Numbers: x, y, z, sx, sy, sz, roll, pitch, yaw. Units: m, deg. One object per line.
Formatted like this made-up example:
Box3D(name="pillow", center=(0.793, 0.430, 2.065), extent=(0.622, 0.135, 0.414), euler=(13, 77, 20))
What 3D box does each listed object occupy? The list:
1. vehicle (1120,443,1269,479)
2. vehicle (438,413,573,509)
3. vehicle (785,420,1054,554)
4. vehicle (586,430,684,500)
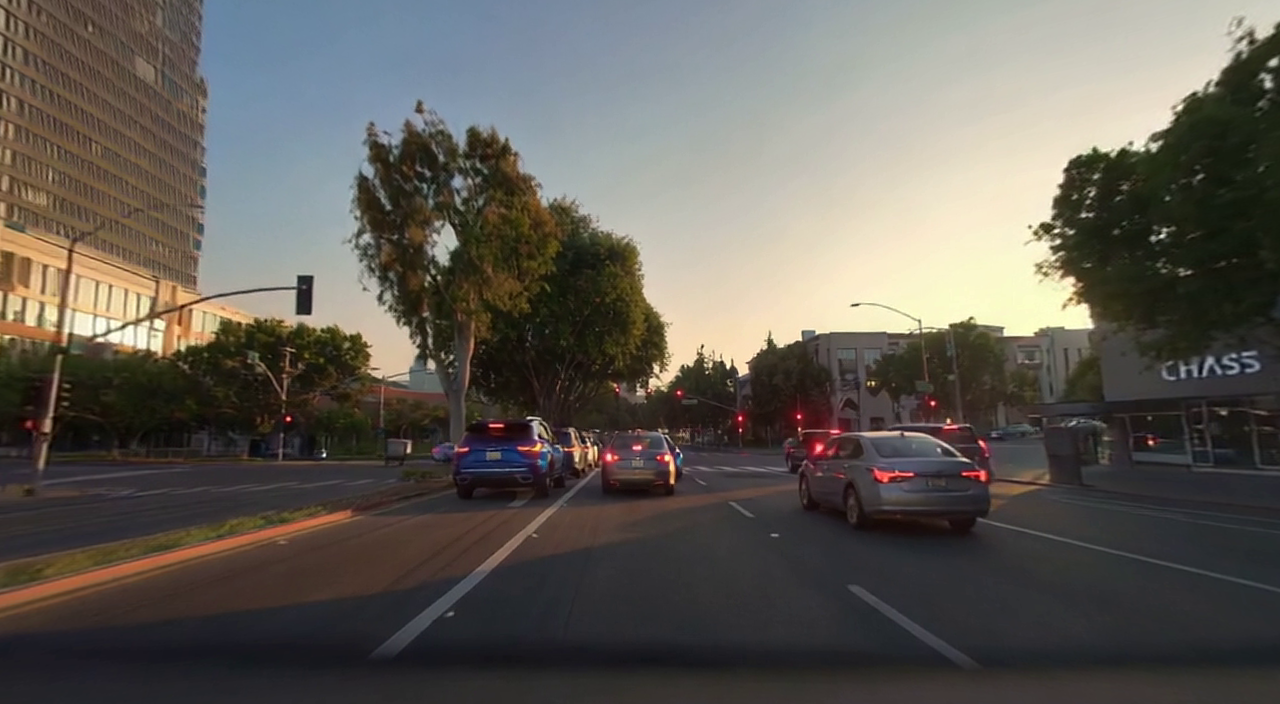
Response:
Box3D(name="vehicle", center=(23.148, 4.562, 26.513), extent=(4.368, 1.448, 1.876), euler=(-1, -8, 2))
Box3D(name="vehicle", center=(-2.842, 2.453, 14.610), extent=(2.064, 1.825, 4.760), euler=(0, -8, 0))
Box3D(name="vehicle", center=(3.651, 1.837, 9.340), extent=(1.861, 1.473, 4.393), euler=(0, -8, -2))
Box3D(name="vehicle", center=(-0.131, 2.726, 15.627), extent=(2.097, 1.480, 4.006), euler=(0, -8, -1))
